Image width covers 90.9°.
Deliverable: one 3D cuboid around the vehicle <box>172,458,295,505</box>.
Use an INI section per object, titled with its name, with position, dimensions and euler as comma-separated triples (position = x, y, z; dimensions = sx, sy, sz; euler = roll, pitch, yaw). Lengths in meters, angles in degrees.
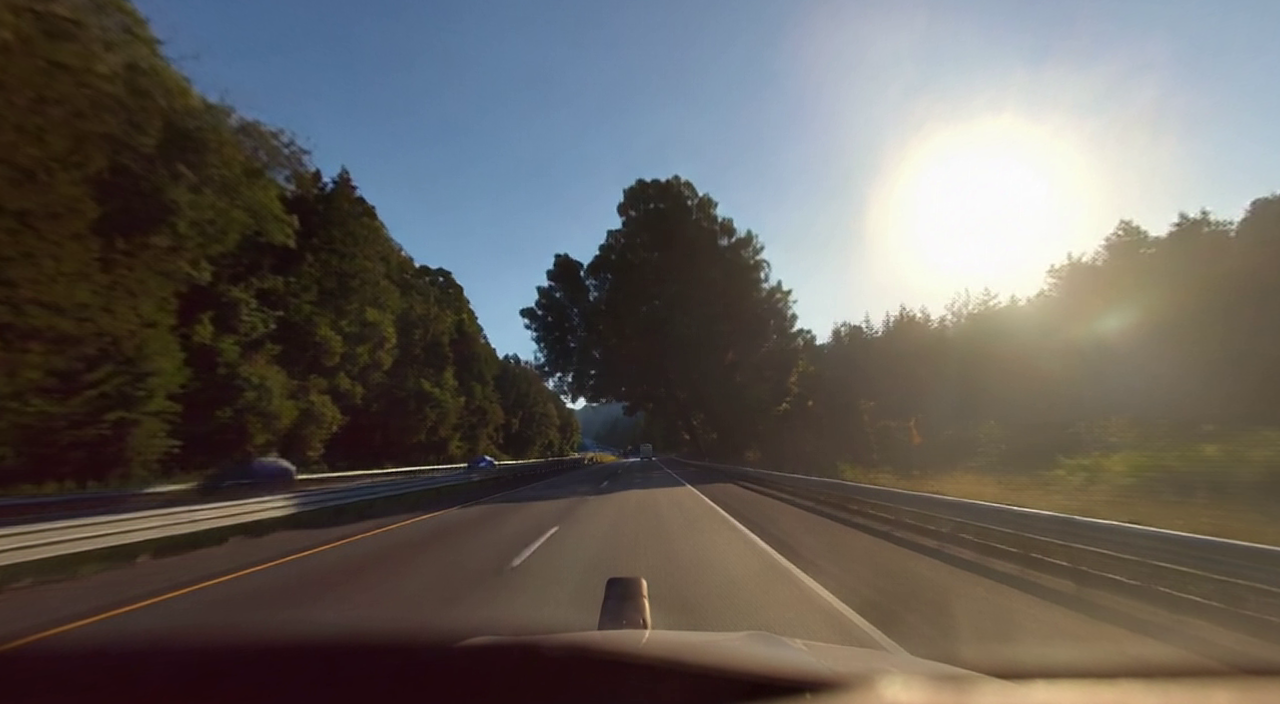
[vehicle]
position = -15.069, 4.784, 23.661
dimensions = 1.831, 1.543, 4.034
euler = 0, -9, 2
